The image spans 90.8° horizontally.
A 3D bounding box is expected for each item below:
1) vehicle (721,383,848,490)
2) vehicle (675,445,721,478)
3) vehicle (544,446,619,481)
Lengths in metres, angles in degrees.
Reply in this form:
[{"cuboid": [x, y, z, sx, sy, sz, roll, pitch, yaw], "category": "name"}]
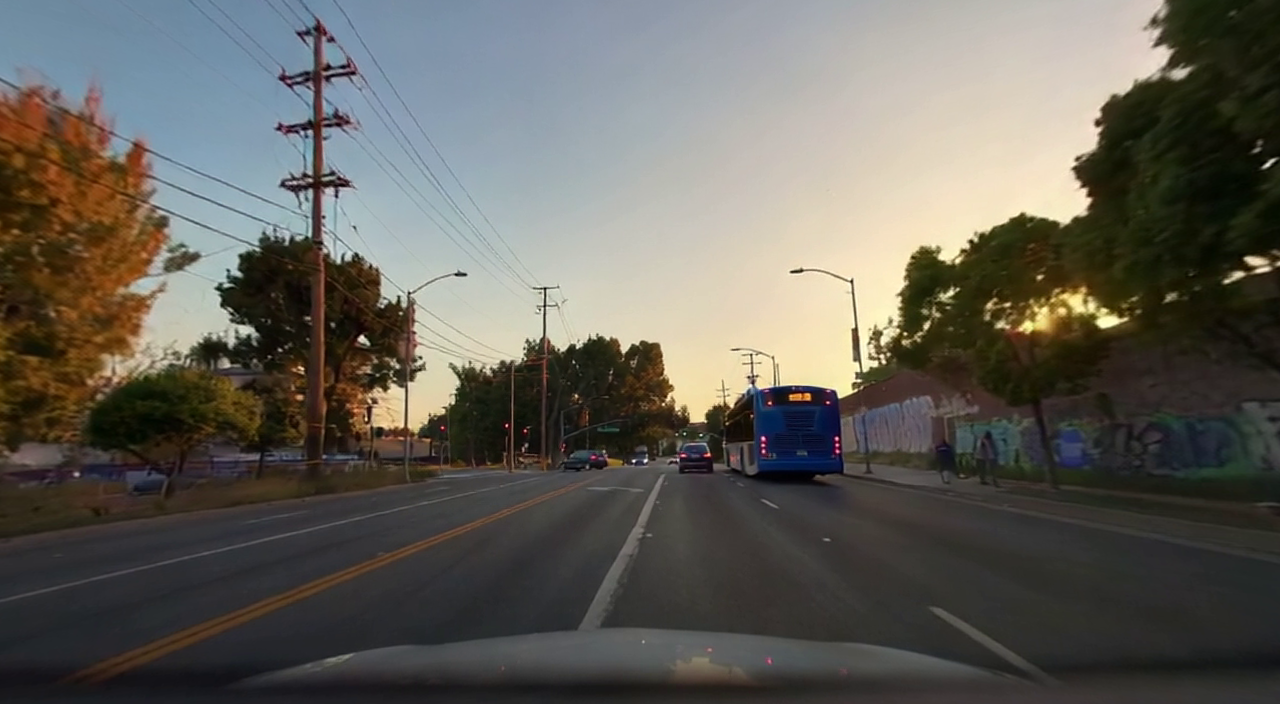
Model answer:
[{"cuboid": [5.470, 3.663, 26.774, 3.045, 3.447, 12.604, -1, -9, 3], "category": "vehicle"}, {"cuboid": [2.739, 5.246, 30.629, 1.961, 1.470, 4.196, -1, -8, 2], "category": "vehicle"}, {"cuboid": [-2.954, 5.412, 31.008, 2.018, 1.544, 4.420, 4, -10, -29], "category": "vehicle"}]
